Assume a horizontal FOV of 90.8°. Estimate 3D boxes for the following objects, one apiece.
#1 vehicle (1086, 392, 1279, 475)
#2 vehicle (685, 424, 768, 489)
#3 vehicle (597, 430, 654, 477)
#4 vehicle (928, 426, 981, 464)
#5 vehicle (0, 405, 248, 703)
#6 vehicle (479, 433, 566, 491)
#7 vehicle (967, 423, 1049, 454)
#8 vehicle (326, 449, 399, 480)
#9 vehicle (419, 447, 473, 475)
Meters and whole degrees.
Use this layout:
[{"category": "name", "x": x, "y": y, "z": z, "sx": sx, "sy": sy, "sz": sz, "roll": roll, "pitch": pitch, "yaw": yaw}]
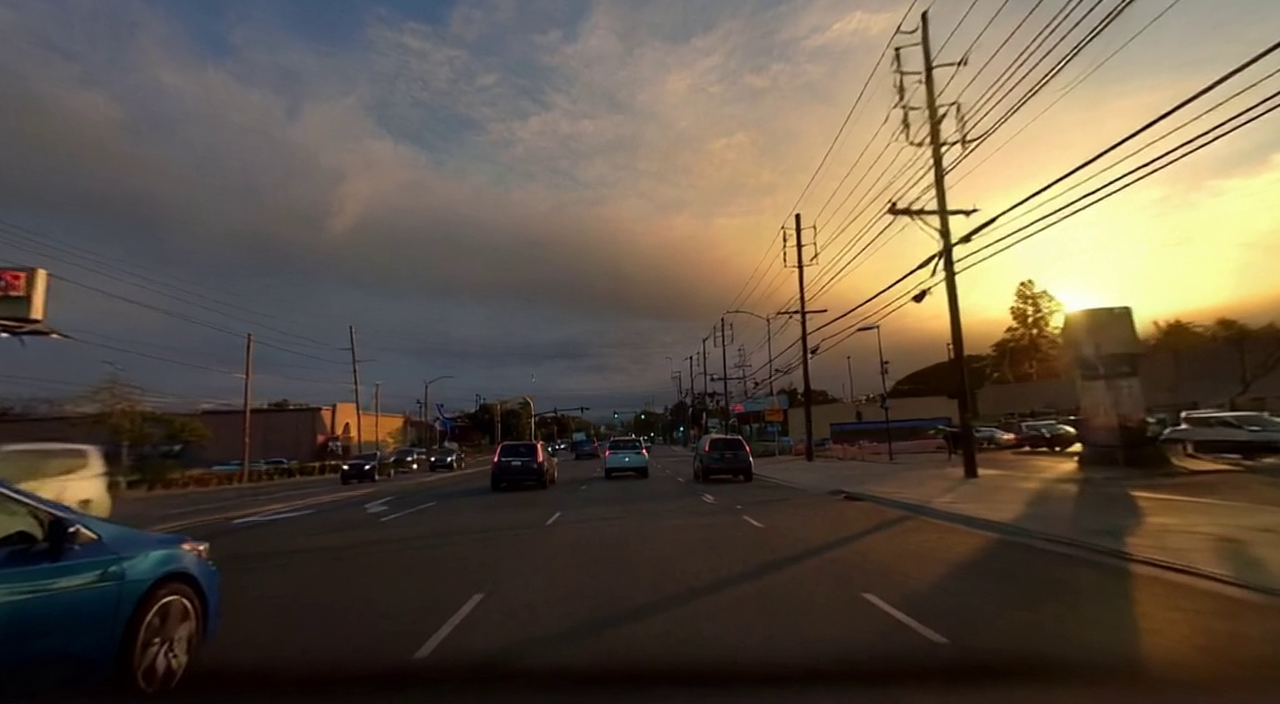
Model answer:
[{"category": "vehicle", "x": 16.176, "y": 2.381, "z": 18.269, "sx": 2.409, "sy": 1.981, "sz": 5.809, "roll": -2, "pitch": -8, "yaw": 2}, {"category": "vehicle", "x": 2.757, "y": 3.447, "z": 21.108, "sx": 2.026, "sy": 1.904, "sz": 4.102, "roll": 0, "pitch": -8, "yaw": -2}, {"category": "vehicle", "x": -0.639, "y": 4.522, "z": 28.307, "sx": 2.326, "sy": 1.925, "sz": 4.253, "roll": 0, "pitch": -8, "yaw": -1}, {"category": "vehicle", "x": 14.941, "y": 4.392, "z": 29.861, "sx": 1.990, "sy": 1.597, "sz": 4.475, "roll": -5, "pitch": -9, "yaw": 28}, {"category": "vehicle", "x": -3.431, "y": 0.848, "z": 1.616, "sx": 2.022, "sy": 1.498, "sz": 4.471, "roll": 0, "pitch": -8, "yaw": -1}, {"category": "vehicle", "x": -3.654, "y": 3.503, "z": 20.412, "sx": 2.051, "sy": 1.671, "sz": 3.861, "roll": 0, "pitch": -8, "yaw": 0}, {"category": "vehicle", "x": 19.439, "y": 4.633, "z": 33.598, "sx": 1.883, "sy": 1.499, "sz": 4.403, "roll": -1, "pitch": -8, "yaw": 4}, {"category": "vehicle", "x": -15.089, "y": 6.109, "z": 34.633, "sx": 1.986, "sy": 1.553, "sz": 4.640, "roll": 0, "pitch": -8, "yaw": -1}, {"category": "vehicle", "x": -11.499, "y": 6.460, "z": 37.777, "sx": 1.862, "sy": 1.510, "sz": 4.381, "roll": 0, "pitch": -8, "yaw": 0}]
